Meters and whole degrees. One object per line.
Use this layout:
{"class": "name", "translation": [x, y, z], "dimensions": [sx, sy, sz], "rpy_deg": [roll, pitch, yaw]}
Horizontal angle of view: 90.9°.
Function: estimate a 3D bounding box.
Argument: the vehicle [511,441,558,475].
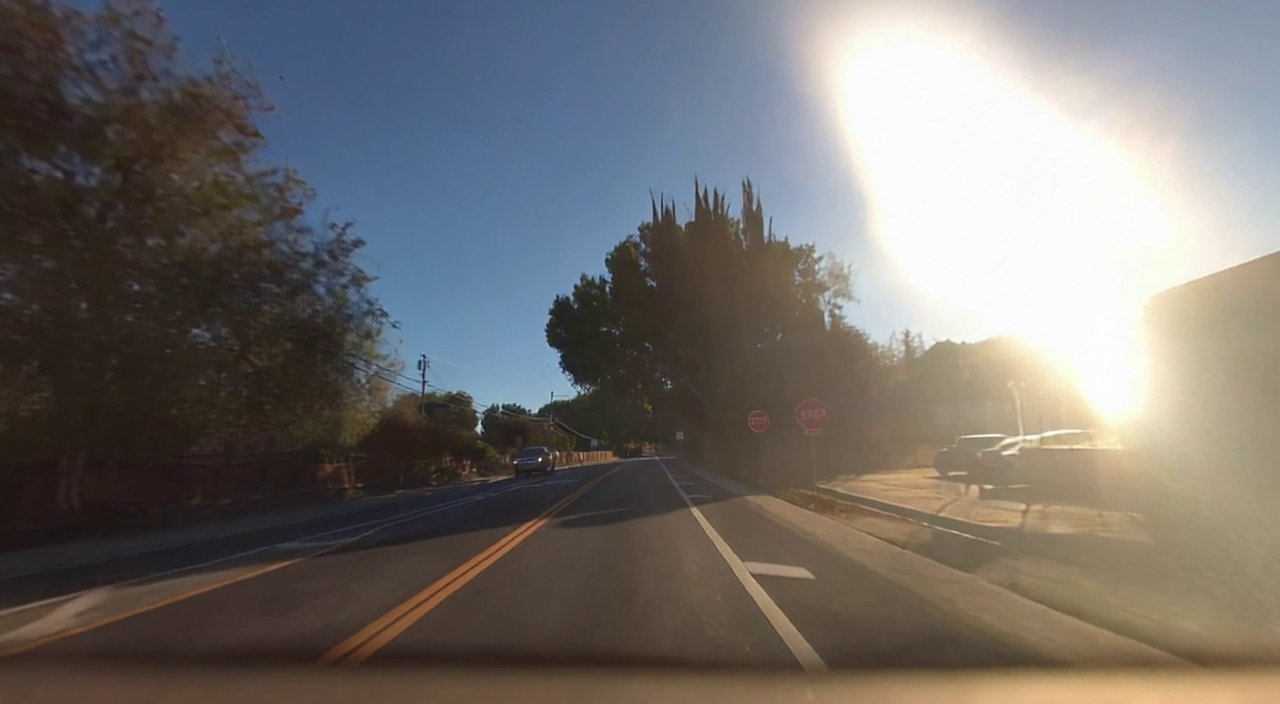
{"class": "vehicle", "translation": [-6.153, 6.300, 37.258], "dimensions": [1.992, 1.797, 4.372], "rpy_deg": [-2, -10, 1]}
